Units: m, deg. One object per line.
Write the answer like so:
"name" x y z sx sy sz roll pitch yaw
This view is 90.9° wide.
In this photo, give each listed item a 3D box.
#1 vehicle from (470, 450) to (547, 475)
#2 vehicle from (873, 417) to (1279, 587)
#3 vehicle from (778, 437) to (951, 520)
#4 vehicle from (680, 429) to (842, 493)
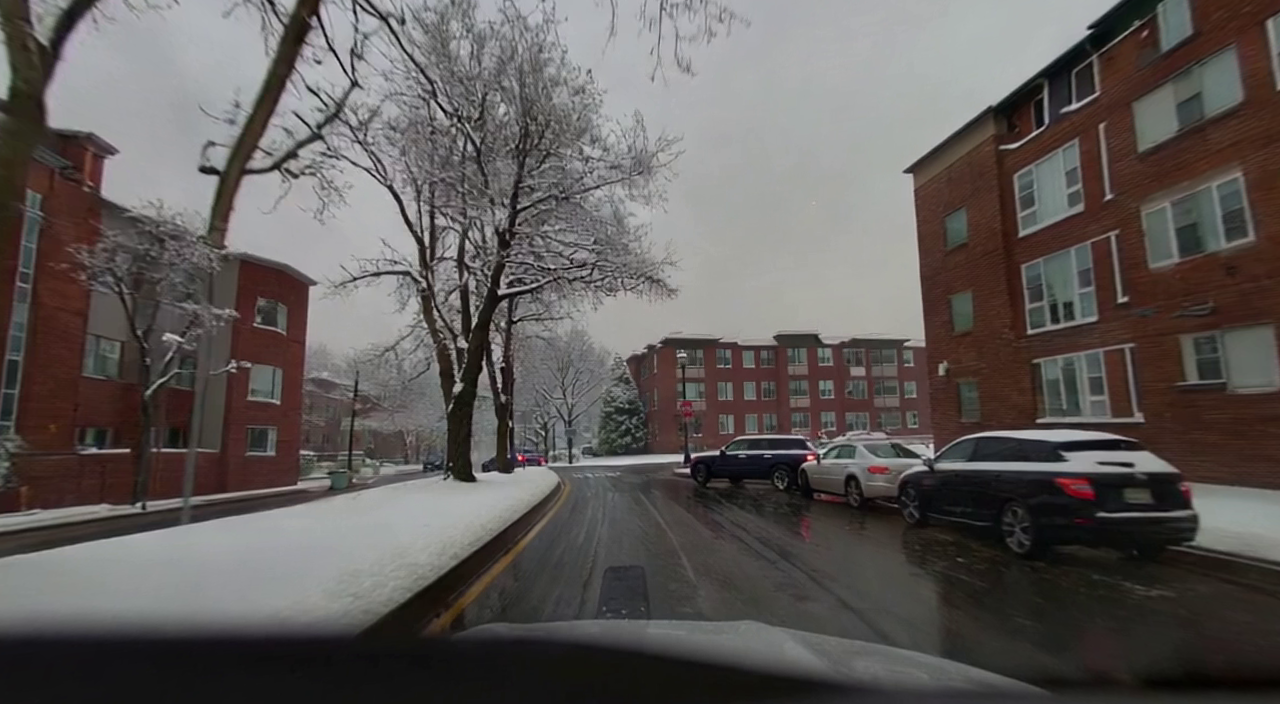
"vehicle" -8.438 7.036 40.340 4.654 1.503 1.951 -5 -10 30
"vehicle" 4.928 1.742 8.054 1.989 1.503 4.594 1 -9 -2
"vehicle" 4.638 2.656 14.008 1.758 1.454 5.088 0 -8 -3
"vehicle" 3.385 3.269 18.738 2.065 1.529 4.709 1 -11 -29
